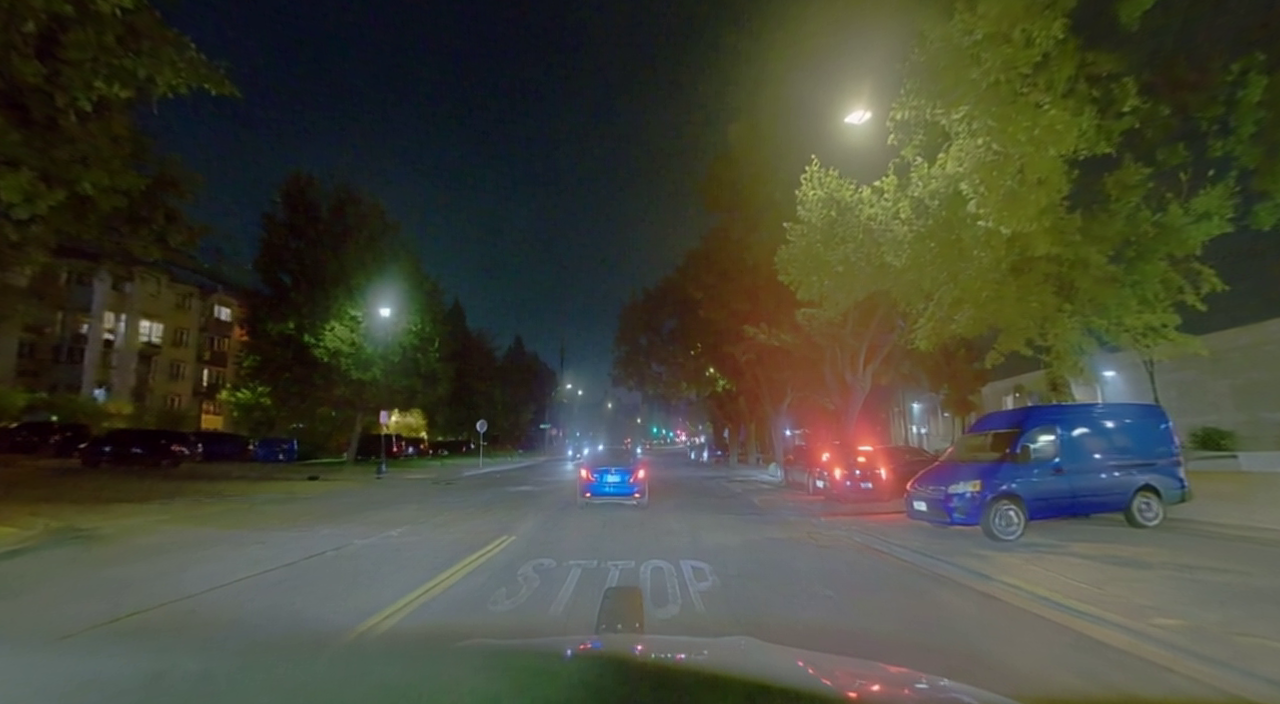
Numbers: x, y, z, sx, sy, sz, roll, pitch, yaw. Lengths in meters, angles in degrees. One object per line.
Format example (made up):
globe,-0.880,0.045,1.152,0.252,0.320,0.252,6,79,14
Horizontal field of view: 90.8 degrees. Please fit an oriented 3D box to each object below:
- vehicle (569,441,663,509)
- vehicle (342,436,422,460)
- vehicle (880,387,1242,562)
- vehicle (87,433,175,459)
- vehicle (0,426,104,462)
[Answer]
vehicle,-0.716,3.036,16.153,2.065,1.450,4.522,1,-9,-5
vehicle,-18.349,6.840,45.165,4.892,1.679,1.927,1,-9,-6
vehicle,6.662,1.821,9.977,5.385,2.146,2.143,4,-9,-25
vehicle,-31.792,5.862,39.505,3.915,1.574,1.850,0,-9,4
vehicle,-31.775,4.890,33.632,4.438,1.814,2.044,0,-8,-2
